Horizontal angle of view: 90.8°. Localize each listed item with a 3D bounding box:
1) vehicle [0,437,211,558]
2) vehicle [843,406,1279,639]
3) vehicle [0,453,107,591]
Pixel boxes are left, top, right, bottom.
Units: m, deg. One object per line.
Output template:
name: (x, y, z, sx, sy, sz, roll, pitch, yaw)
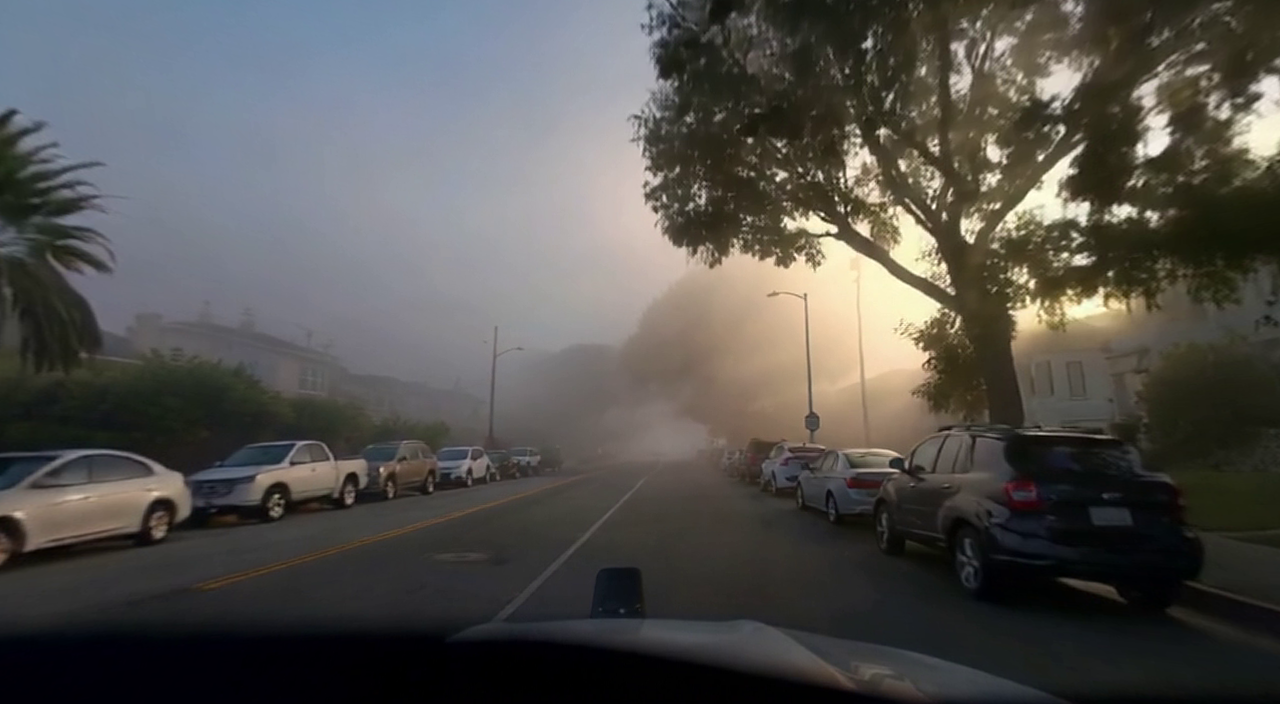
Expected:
vehicle: (-9.391, 2.202, 9.909, 3.910, 1.684, 1.919, 3, -9, -19)
vehicle: (3.894, 1.562, 6.857, 2.016, 1.670, 4.372, 0, -8, 1)
vehicle: (-9.028, 1.923, 7.295, 3.871, 1.460, 1.839, 3, -9, -18)
